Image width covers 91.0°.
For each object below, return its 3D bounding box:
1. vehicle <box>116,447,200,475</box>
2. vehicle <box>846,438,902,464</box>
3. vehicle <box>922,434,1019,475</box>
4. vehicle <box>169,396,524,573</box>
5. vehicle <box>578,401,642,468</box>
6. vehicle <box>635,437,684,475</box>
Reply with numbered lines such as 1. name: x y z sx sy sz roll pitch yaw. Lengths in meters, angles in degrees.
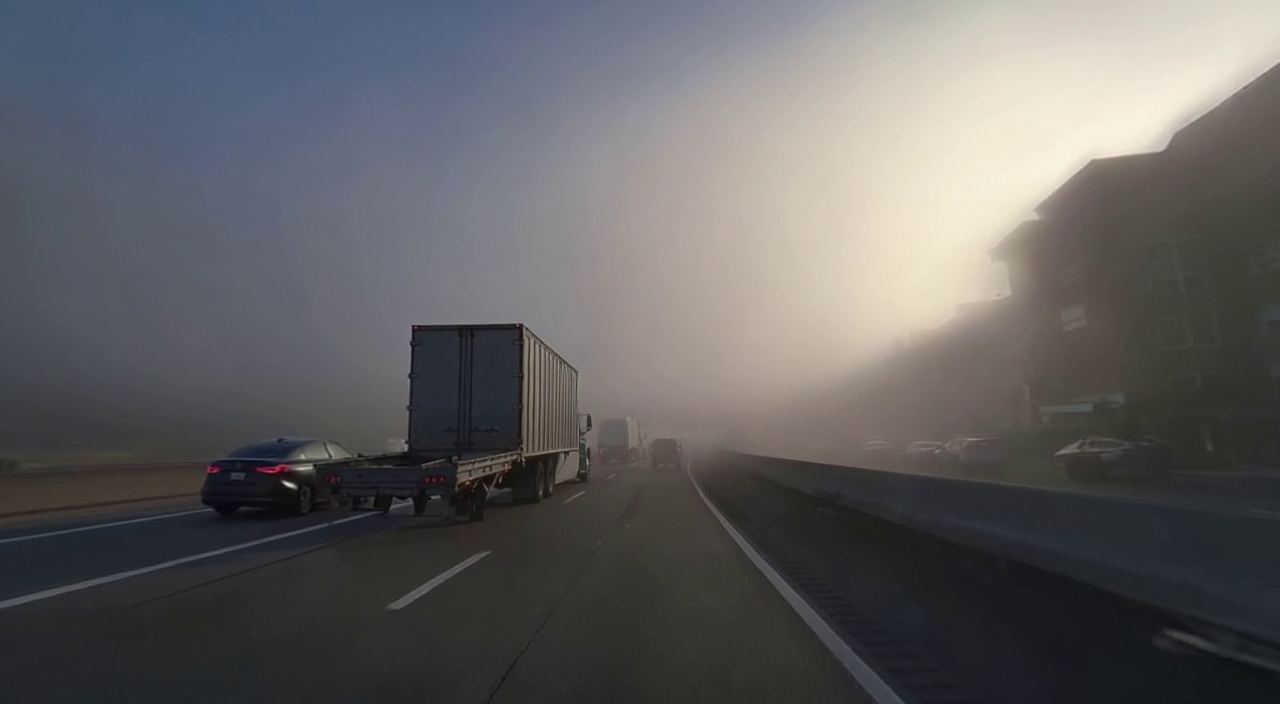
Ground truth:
1. vehicle: -26.093 5.891 34.264 1.614 1.454 3.698 0 -8 0
2. vehicle: 15.702 6.668 42.548 2.237 1.656 4.676 -1 -9 3
3. vehicle: 14.612 4.561 28.187 2.022 1.675 4.792 -1 -9 5
4. vehicle: -3.338 1.613 8.242 2.896 1.779 3.441 -1 -8 2
5. vehicle: -1.743 5.559 41.743 3.073 3.894 9.782 -1 -9 4
6. vehicle: 0.974 4.960 30.190 2.178 1.640 4.071 -1 -9 3
